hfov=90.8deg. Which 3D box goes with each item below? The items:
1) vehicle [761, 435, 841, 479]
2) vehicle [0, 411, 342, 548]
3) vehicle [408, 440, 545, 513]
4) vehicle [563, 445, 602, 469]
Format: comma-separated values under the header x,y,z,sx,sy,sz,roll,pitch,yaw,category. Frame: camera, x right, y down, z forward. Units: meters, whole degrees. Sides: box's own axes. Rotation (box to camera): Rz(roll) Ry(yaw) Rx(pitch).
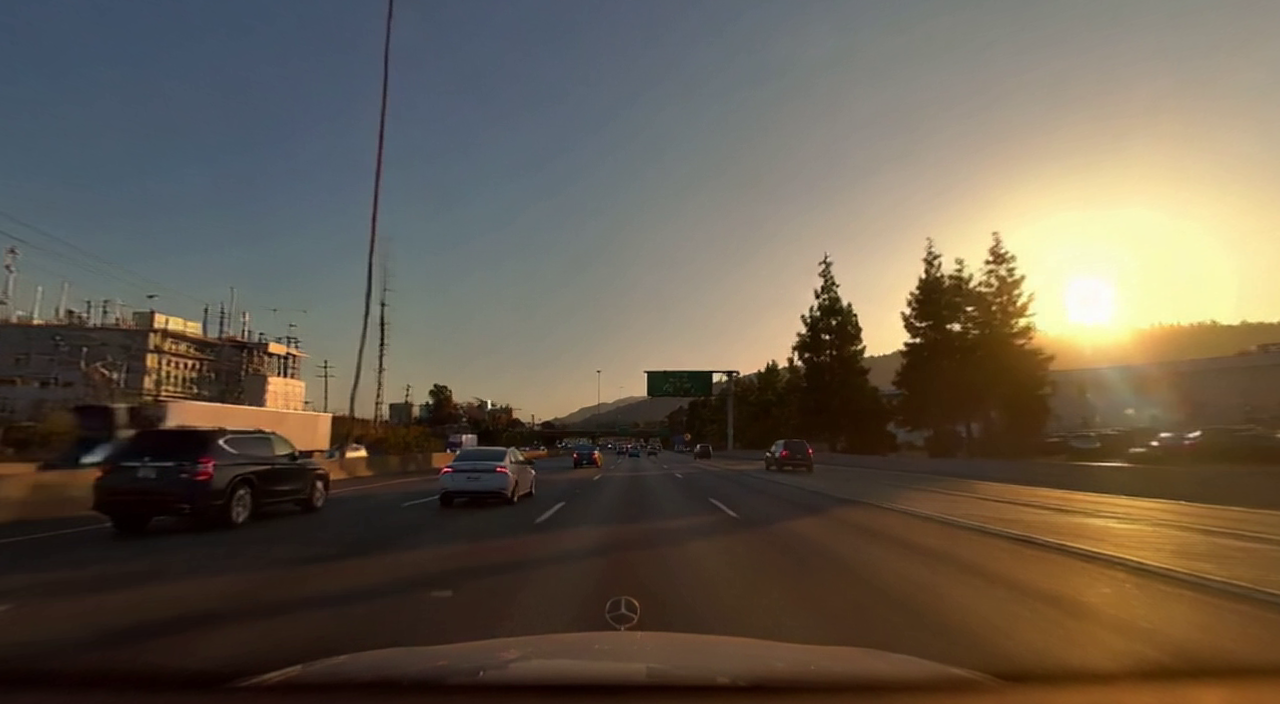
x,y,z,sx,sy,sz,roll,pitch,yaw,category
6.919,4.569,27.685,2.147,1.769,4.666,0,-9,-1,vehicle
-7.544,2.068,10.899,2.310,1.787,4.955,0,-9,1,vehicle
-3.690,2.899,15.236,2.047,1.469,4.614,0,-9,0,vehicle
-3.625,6.716,40.581,2.078,1.464,4.093,0,-9,0,vehicle
